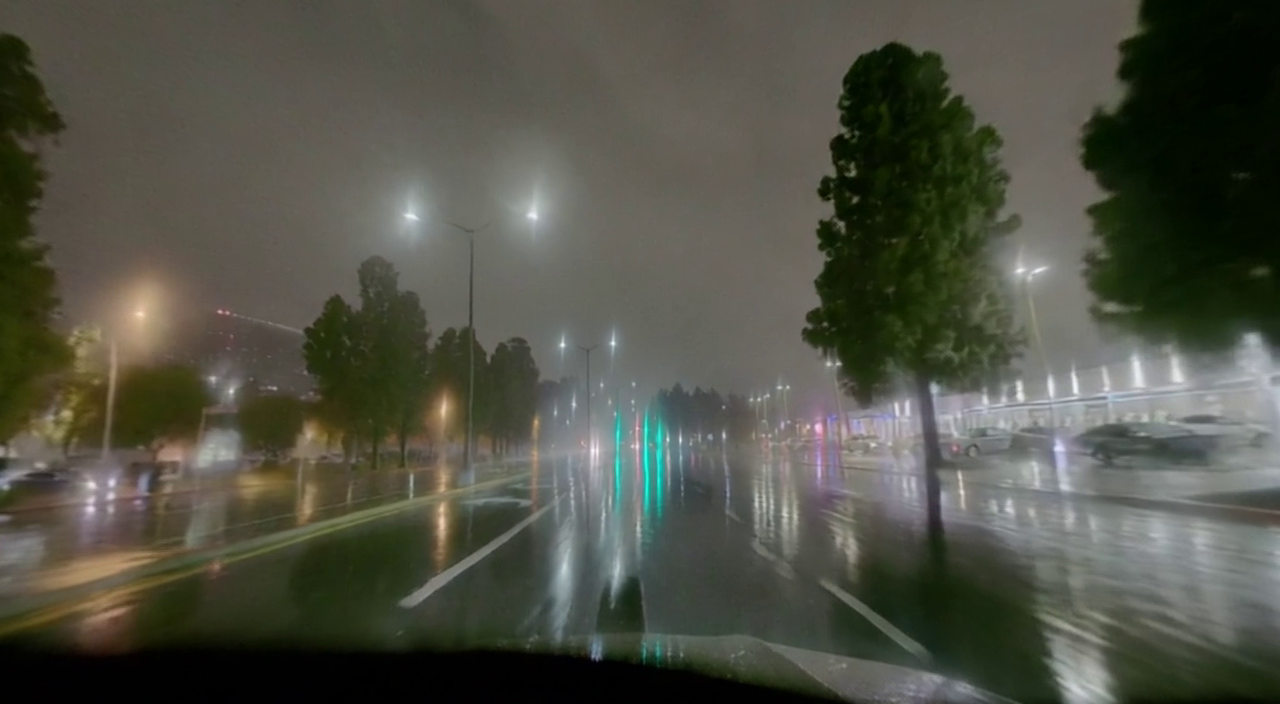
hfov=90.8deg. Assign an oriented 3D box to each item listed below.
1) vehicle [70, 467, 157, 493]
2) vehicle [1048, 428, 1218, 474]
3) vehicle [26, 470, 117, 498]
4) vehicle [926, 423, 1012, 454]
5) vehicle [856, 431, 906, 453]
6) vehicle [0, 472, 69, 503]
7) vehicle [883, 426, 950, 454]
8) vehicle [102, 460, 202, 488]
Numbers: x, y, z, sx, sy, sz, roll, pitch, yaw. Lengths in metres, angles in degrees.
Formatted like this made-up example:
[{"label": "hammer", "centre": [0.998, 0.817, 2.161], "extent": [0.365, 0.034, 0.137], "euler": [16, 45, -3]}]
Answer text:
[{"label": "vehicle", "centre": [-30.076, 7.319, 36.139], "extent": [3.458, 1.381, 1.730], "euler": [-1, -8, 3]}, {"label": "vehicle", "centre": [17.247, 3.510, 22.487], "extent": [1.974, 1.446, 4.614], "euler": [1, -8, -7]}, {"label": "vehicle", "centre": [-30.234, 7.023, 33.665], "extent": [3.332, 1.364, 1.702], "euler": [-1, -8, 6]}, {"label": "vehicle", "centre": [18.203, 4.842, 35.240], "extent": [1.890, 1.612, 4.797], "euler": [0, -8, -4]}, {"label": "vehicle", "centre": [17.522, 6.618, 46.181], "extent": [1.841, 1.471, 4.367], "euler": [-2, -9, 0]}, {"label": "vehicle", "centre": [-30.497, 6.677, 31.068], "extent": [3.274, 1.345, 1.688], "euler": [-3, -9, 3]}, {"label": "vehicle", "centre": [17.715, 5.724, 40.707], "extent": [1.912, 1.646, 4.870], "euler": [-1, -9, -2]}, {"label": "vehicle", "centre": [-30.150, 7.521, 39.083], "extent": [4.676, 1.607, 1.852], "euler": [-1, -8, 3]}]
